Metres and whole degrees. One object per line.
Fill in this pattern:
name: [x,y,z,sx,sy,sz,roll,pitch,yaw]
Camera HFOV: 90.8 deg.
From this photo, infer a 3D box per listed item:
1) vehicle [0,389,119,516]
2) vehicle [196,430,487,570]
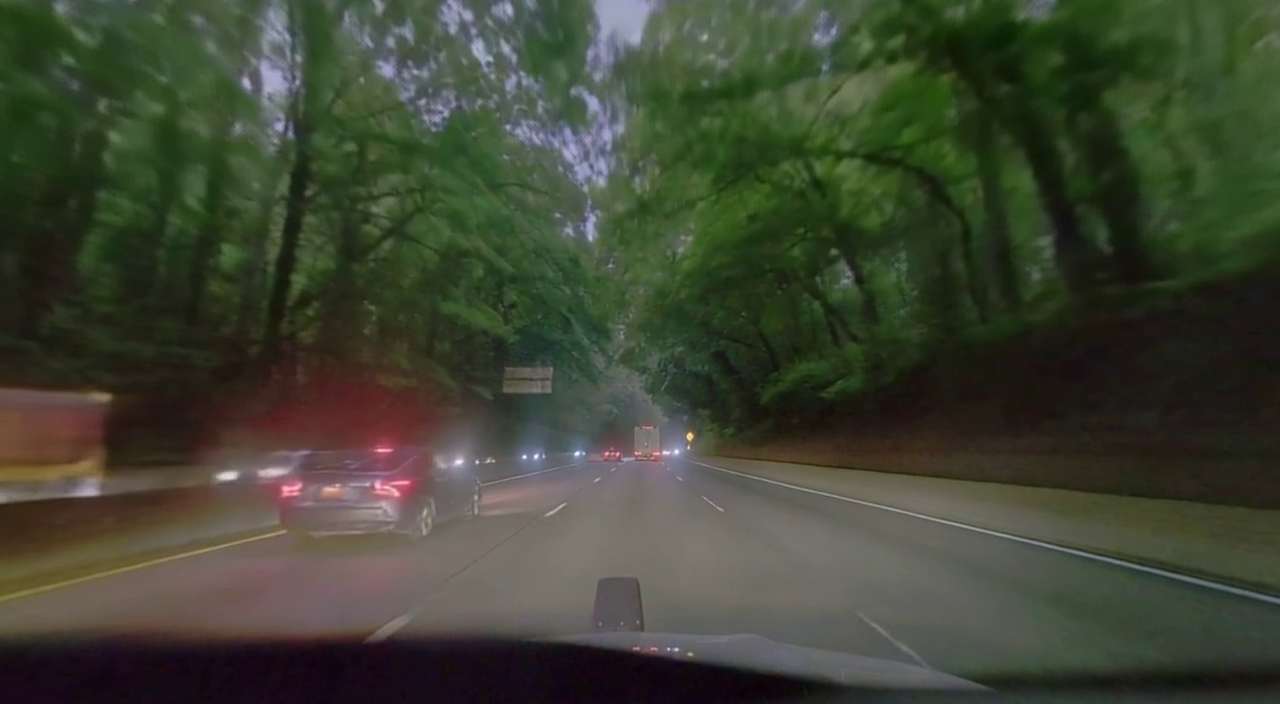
vehicle: [-16.275,2.252,14.135,2.595,2.932,7.581,0,-9,1]
vehicle: [-3.870,2.006,9.334,2.027,1.519,4.578,0,-9,0]
